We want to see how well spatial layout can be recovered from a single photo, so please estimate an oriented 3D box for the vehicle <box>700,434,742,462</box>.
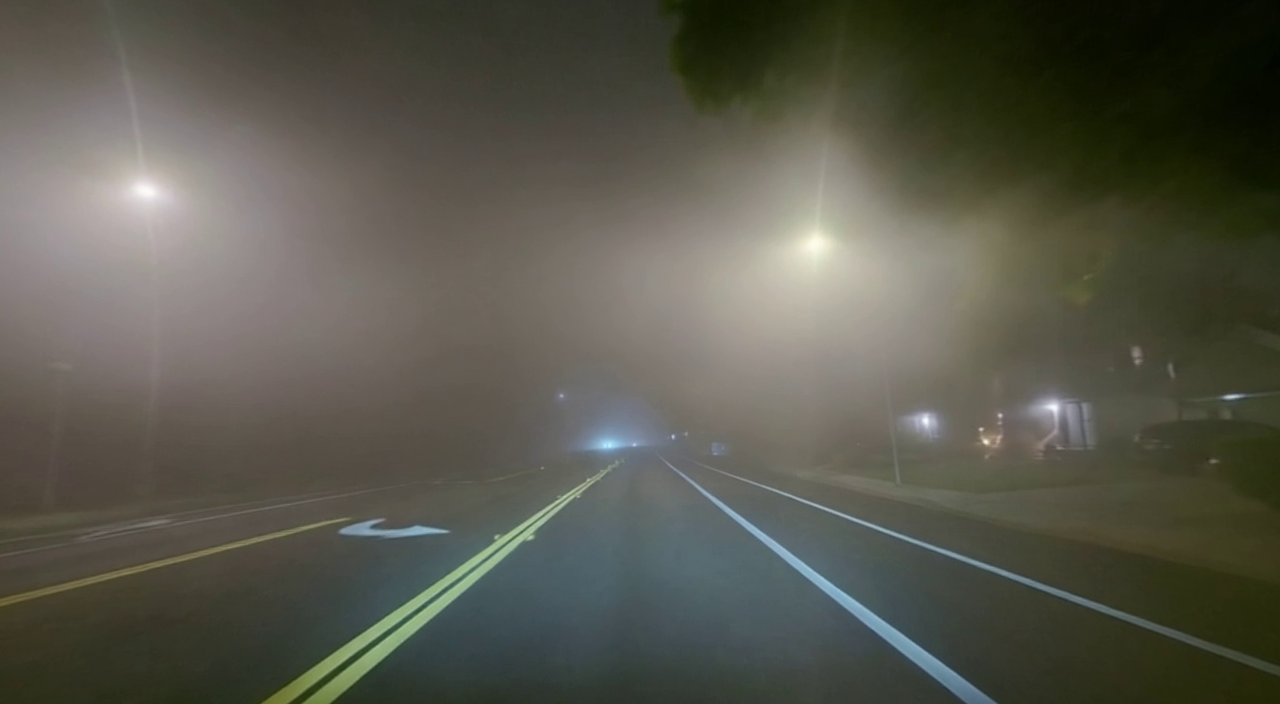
[{"bbox_3d":[5.474,6.584,43.205,2.160,1.800,4.646,0,-8,-1],"label":"vehicle"}]
